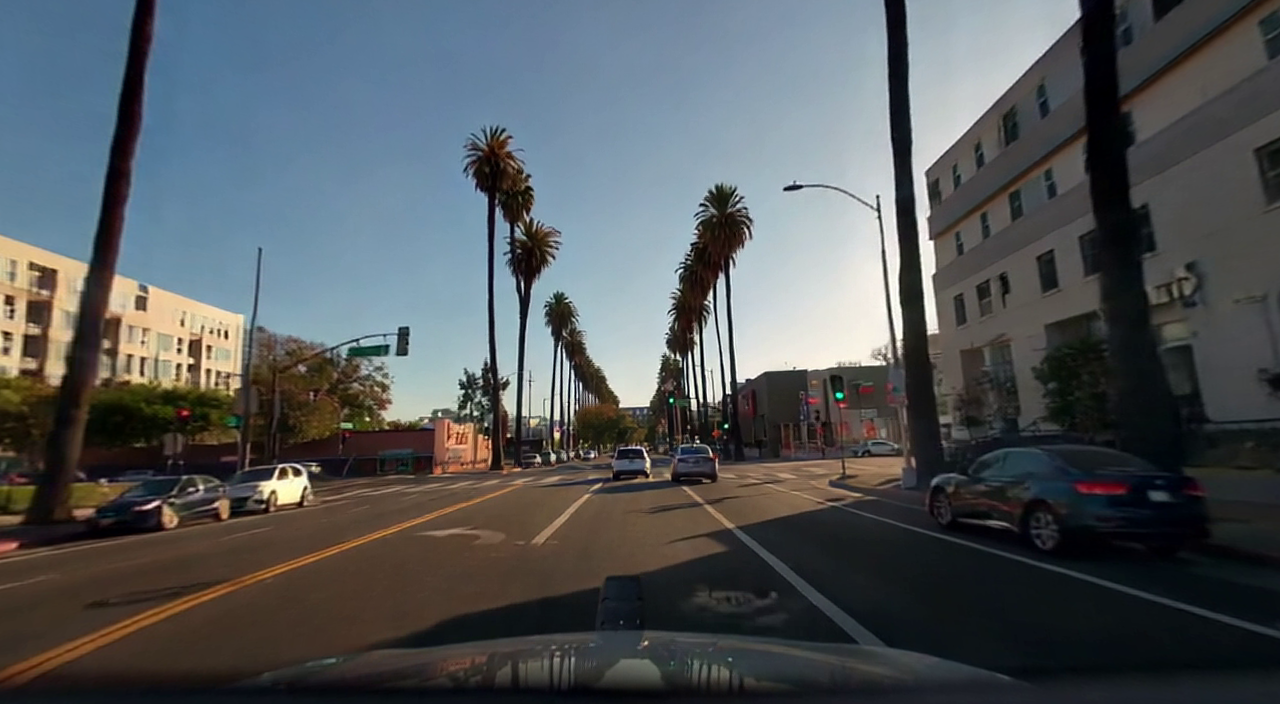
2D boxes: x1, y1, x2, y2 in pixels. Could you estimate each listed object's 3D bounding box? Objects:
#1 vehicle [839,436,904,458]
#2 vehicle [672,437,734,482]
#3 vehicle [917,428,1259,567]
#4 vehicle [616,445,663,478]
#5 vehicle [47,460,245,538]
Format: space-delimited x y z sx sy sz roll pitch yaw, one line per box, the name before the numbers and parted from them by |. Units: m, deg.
vehicle | 18.097 7.433 49.443 4.277 1.665 2.006 0 -9 -1
vehicle | 2.529 4.467 26.470 2.003 1.702 4.288 0 -9 -2
vehicle | 6.346 2.071 9.788 2.157 1.640 4.228 0 -9 0
vehicle | -0.050 5.194 30.191 2.088 1.452 3.993 0 -8 -1
vehicle | -12.744 3.826 16.735 1.949 1.682 4.094 -3 -12 -1
